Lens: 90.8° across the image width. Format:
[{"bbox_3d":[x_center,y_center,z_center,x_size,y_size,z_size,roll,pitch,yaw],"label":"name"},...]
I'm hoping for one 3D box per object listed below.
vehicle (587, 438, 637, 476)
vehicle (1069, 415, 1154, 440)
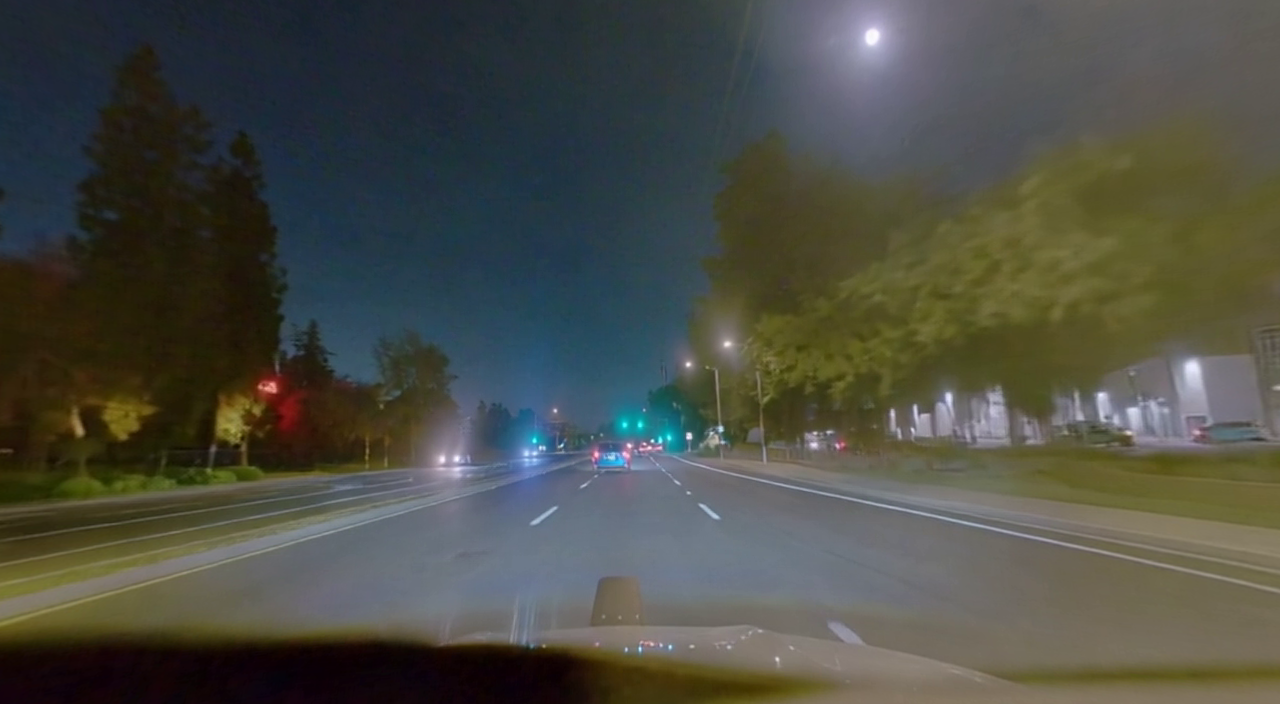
[{"bbox_3d":[-1.291,5.155,31.214,2.174,1.703,4.231,0,-9,1],"label":"vehicle"},{"bbox_3d":[34.816,5.590,46.750,4.612,1.753,1.887,0,-9,2],"label":"vehicle"}]
